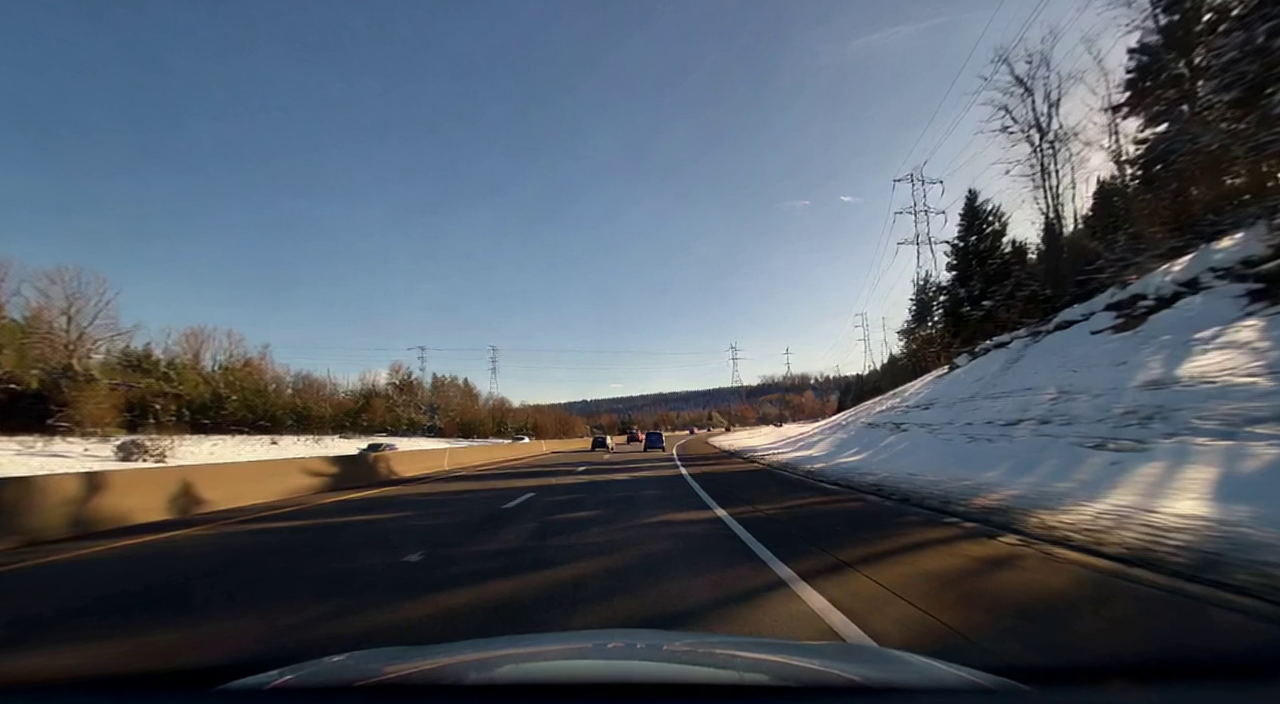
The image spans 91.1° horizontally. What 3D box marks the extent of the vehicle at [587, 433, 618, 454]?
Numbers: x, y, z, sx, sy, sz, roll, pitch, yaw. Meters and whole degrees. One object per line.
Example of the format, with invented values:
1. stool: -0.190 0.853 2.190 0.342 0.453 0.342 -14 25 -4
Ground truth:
1. vehicle: -2.828 6.970 48.119 1.907 1.515 3.807 0 -8 3

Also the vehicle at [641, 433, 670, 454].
1. vehicle: 1.207 6.966 47.987 2.077 1.523 4.206 0 -8 2

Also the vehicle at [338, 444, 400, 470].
1. vehicle: -17.430 6.747 40.634 1.900 1.502 4.486 0 -8 2
